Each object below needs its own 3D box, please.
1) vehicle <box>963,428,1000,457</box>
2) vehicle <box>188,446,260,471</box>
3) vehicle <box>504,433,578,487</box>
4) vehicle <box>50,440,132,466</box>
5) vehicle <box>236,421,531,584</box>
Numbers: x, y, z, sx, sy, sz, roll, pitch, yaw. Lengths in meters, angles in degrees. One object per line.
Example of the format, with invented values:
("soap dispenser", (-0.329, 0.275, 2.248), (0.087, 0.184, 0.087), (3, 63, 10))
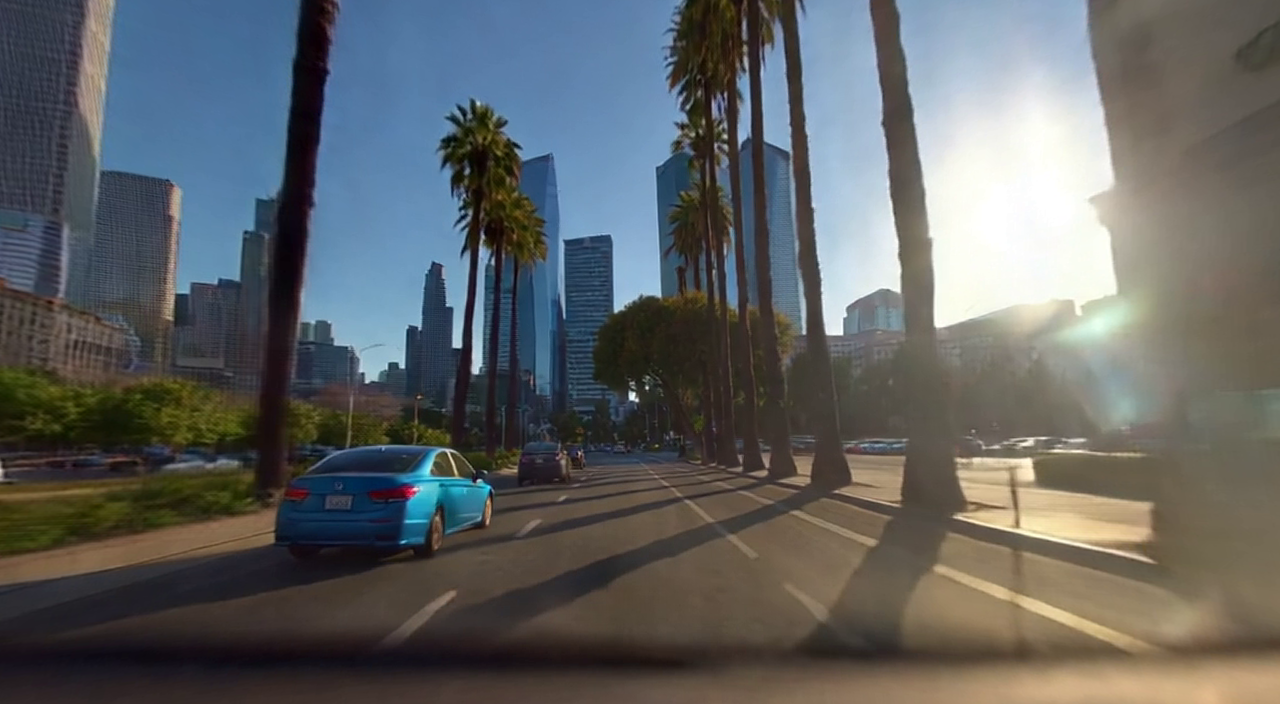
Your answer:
("vehicle", (23.955, 6.361, 44.282), (1.679, 1.923, 3.703), (-6, -11, 36))
("vehicle", (-31.287, 8.027, 47.745), (1.947, 1.763, 5.176), (0, -9, -1))
("vehicle", (-3.346, 3.734, 22.126), (1.894, 1.702, 3.999), (0, -9, 0))
("vehicle", (-43.037, 7.933, 49.593), (4.367, 1.957, 2.099), (1, -9, -2))
("vehicle", (-2.845, 1.781, 8.326), (2.071, 1.544, 4.383), (0, -9, -1))
